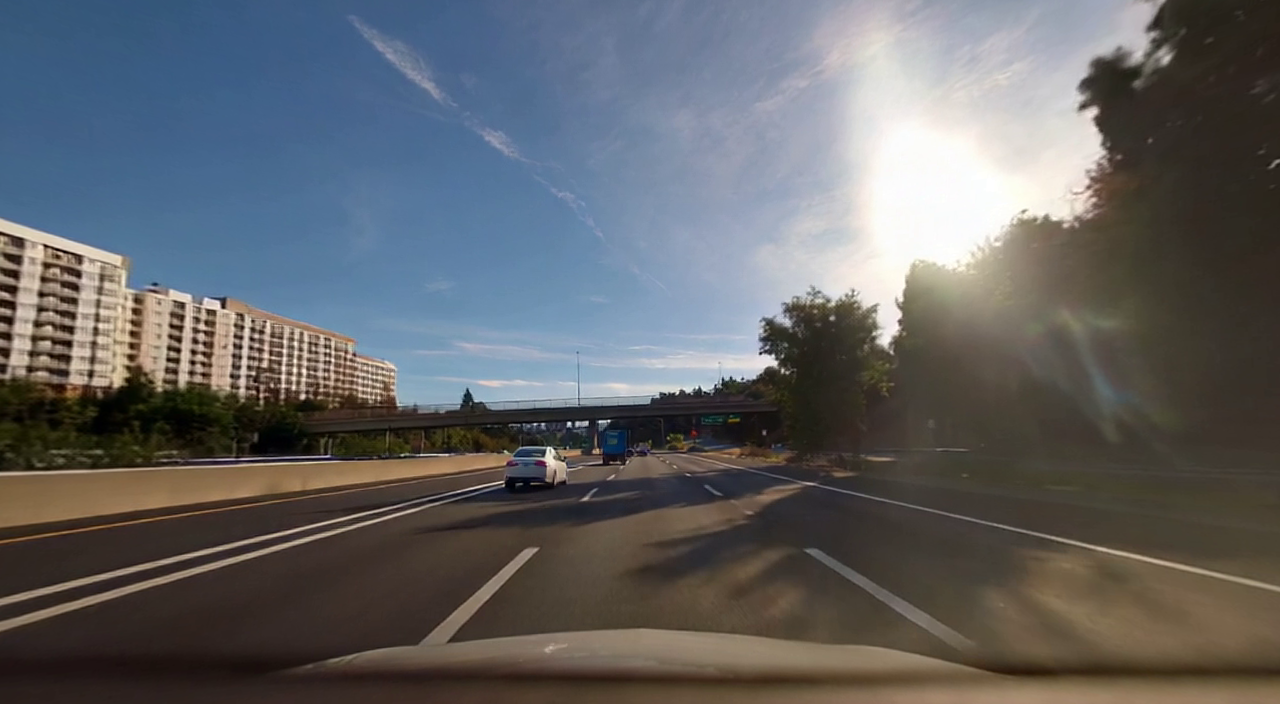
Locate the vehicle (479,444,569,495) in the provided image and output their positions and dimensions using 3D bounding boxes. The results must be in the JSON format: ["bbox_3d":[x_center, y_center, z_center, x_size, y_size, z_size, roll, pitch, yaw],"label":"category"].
[{"bbox_3d":[-3.671,3.827,20.852,2.039,1.478,4.483,0,-9,1],"label":"vehicle"}]
